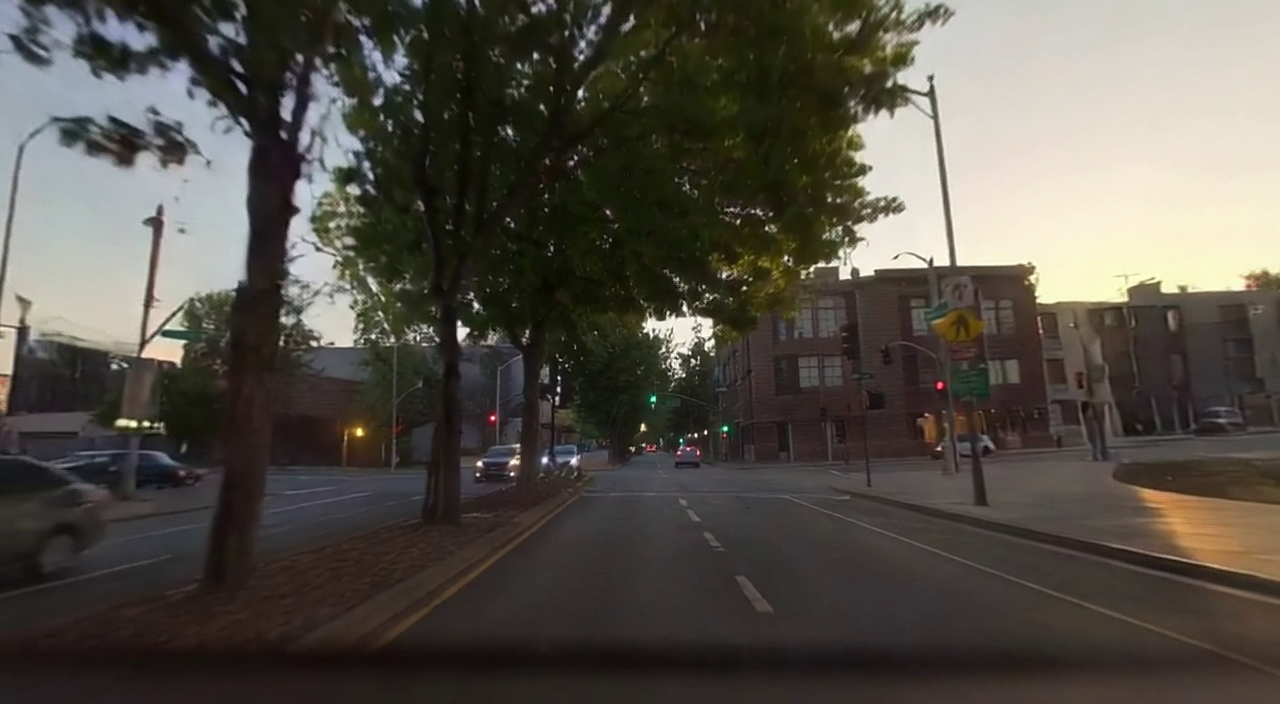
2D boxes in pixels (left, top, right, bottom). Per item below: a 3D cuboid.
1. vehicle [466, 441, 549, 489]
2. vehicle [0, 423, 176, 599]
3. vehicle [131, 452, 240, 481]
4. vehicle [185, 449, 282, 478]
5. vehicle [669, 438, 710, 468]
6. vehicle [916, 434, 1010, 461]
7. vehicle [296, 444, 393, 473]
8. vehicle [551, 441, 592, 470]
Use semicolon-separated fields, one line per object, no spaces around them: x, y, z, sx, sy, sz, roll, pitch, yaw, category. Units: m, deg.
-4.786;4.162;23.592;1.991;1.614;4.718;0;-9;1;vehicle
-7.628;1.667;6.620;1.962;1.807;4.541;0;-9;1;vehicle
-24.619;6.201;34.281;4.359;1.457;2.043;0;-9;2;vehicle
-23.700;6.494;36.844;4.276;1.570;2.044;0;-9;2;vehicle
3.025;6.325;39.535;2.129;1.719;4.205;0;-9;-1;vehicle
18.961;5.655;37.158;4.459;1.525;1.956;0;-9;0;vehicle
-20.877;7.554;44.710;5.735;1.993;2.118;0;-9;-1;vehicle
-4.485;6.803;41.755;2.123;1.798;4.508;0;-9;1;vehicle
